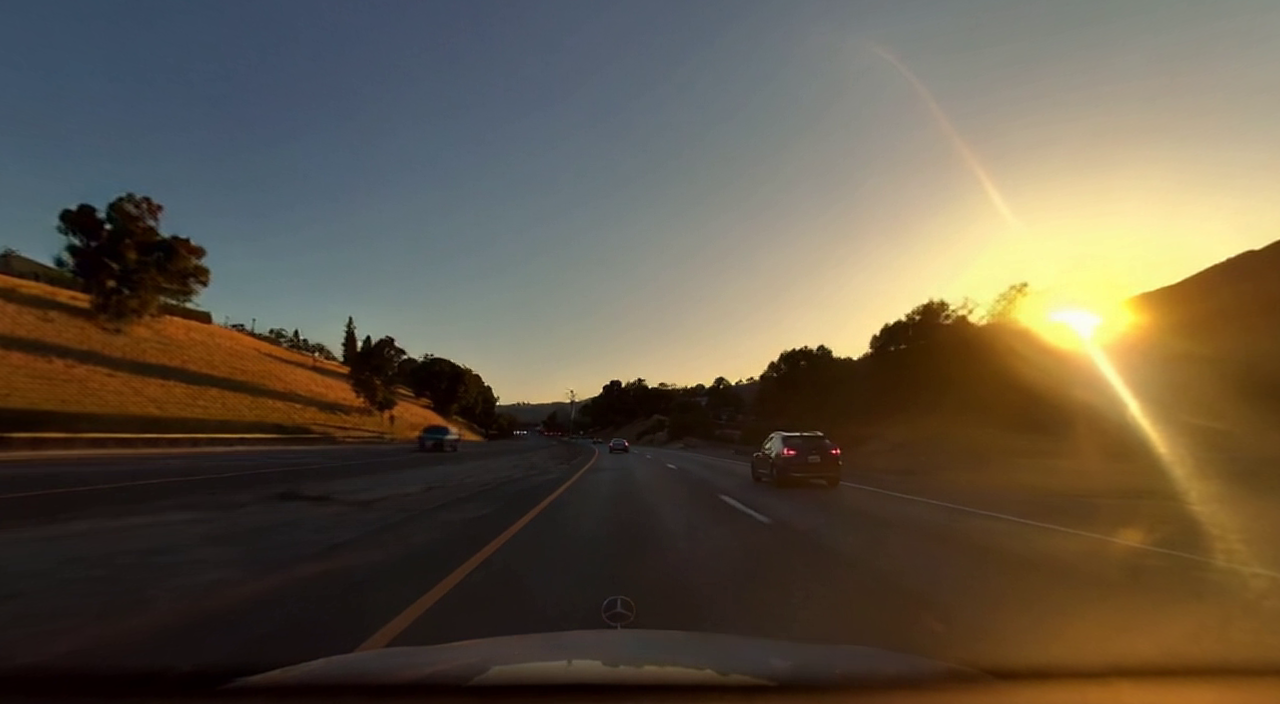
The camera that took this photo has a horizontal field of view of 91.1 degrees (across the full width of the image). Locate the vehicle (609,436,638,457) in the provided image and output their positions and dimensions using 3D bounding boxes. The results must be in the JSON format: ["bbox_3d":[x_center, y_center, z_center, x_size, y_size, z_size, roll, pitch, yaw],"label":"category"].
[{"bbox_3d":[-1.234,6.885,45.932,1.998,1.512,3.735,0,-8,-3],"label":"vehicle"}]

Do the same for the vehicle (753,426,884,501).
[{"bbox_3d":[3.958,2.510,14.583,1.852,1.513,3.652,0,-8,-2],"label":"vehicle"}]

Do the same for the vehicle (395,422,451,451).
[{"bbox_3d":[-13.311,5.242,38.848,1.962,1.640,4.442,0,-8,-2],"label":"vehicle"}]
